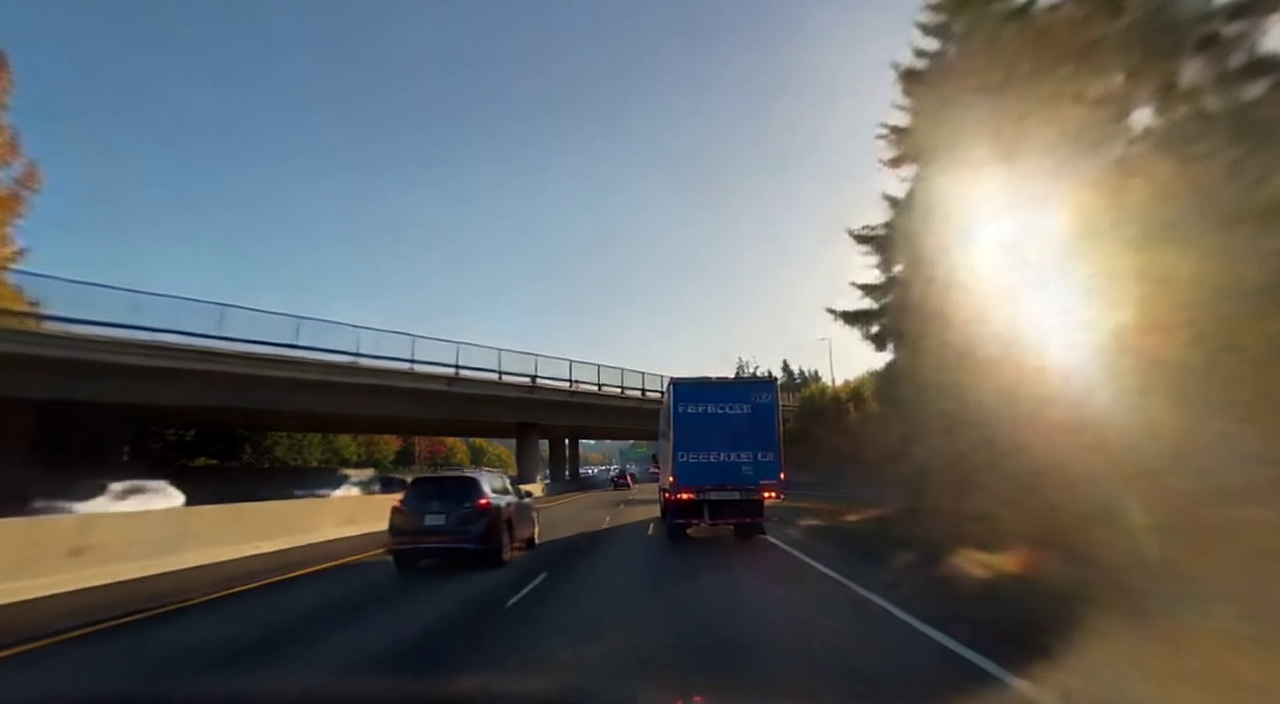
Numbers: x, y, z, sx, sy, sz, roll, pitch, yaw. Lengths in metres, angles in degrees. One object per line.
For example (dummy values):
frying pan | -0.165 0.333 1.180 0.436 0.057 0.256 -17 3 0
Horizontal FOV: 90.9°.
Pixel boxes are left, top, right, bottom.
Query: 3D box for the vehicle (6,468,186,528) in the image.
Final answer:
vehicle | -19.923 5.319 23.489 2.137 1.935 4.886 0 -10 2

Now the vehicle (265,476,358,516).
vehicle | -14.986 6.566 29.058 1.905 1.629 4.146 0 -10 1

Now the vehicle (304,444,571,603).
vehicle | -2.461 2.298 9.284 2.124 1.653 4.857 0 -10 2

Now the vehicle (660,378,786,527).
vehicle | 2.298 3.453 21.149 2.980 3.834 9.423 1 -10 0
